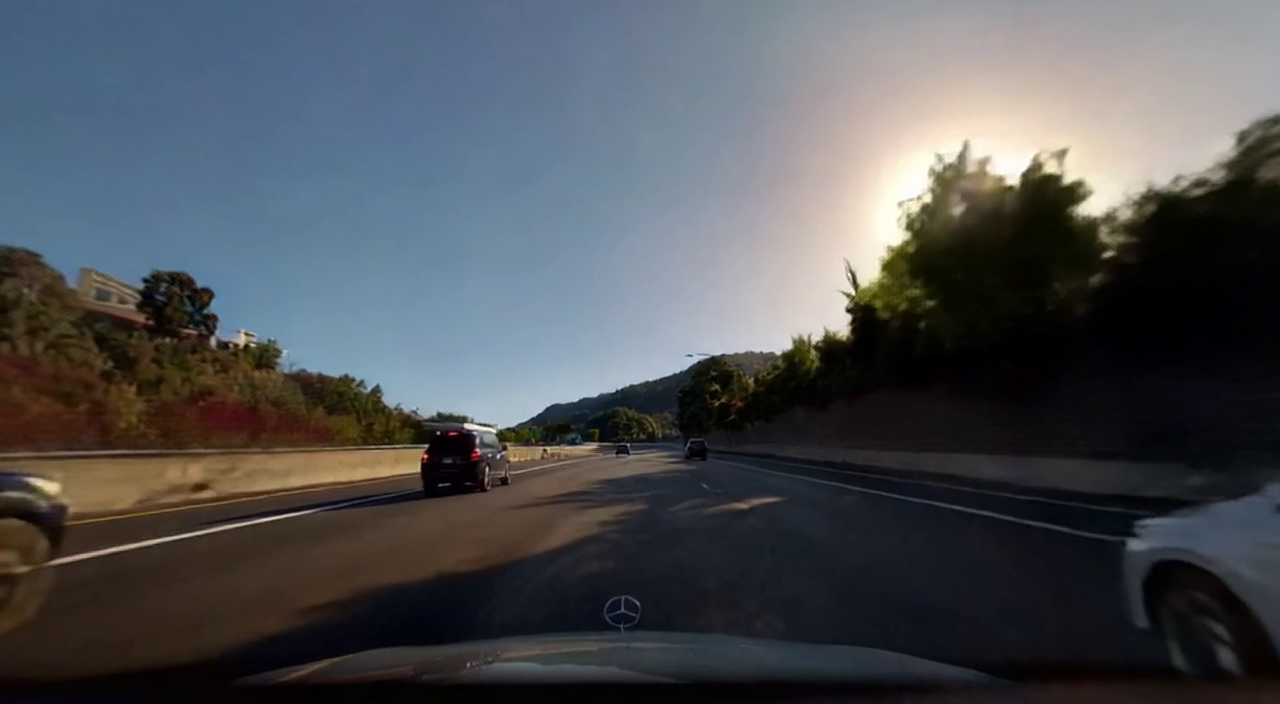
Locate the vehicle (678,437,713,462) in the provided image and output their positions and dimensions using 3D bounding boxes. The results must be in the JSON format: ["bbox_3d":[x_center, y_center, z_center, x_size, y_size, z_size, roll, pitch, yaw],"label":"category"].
[{"bbox_3d":[4.137,7.400,47.925,2.211,1.814,4.404,0,-8,0],"label":"vehicle"}]

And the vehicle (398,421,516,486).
[{"bbox_3d":[-6.433,3.688,23.179,2.383,2.048,5.875,-1,-8,2],"label":"vehicle"}]

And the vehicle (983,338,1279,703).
[{"bbox_3d":[3.515,0.795,2.257,2.075,1.743,4.410,0,-8,0],"label":"vehicle"}]
